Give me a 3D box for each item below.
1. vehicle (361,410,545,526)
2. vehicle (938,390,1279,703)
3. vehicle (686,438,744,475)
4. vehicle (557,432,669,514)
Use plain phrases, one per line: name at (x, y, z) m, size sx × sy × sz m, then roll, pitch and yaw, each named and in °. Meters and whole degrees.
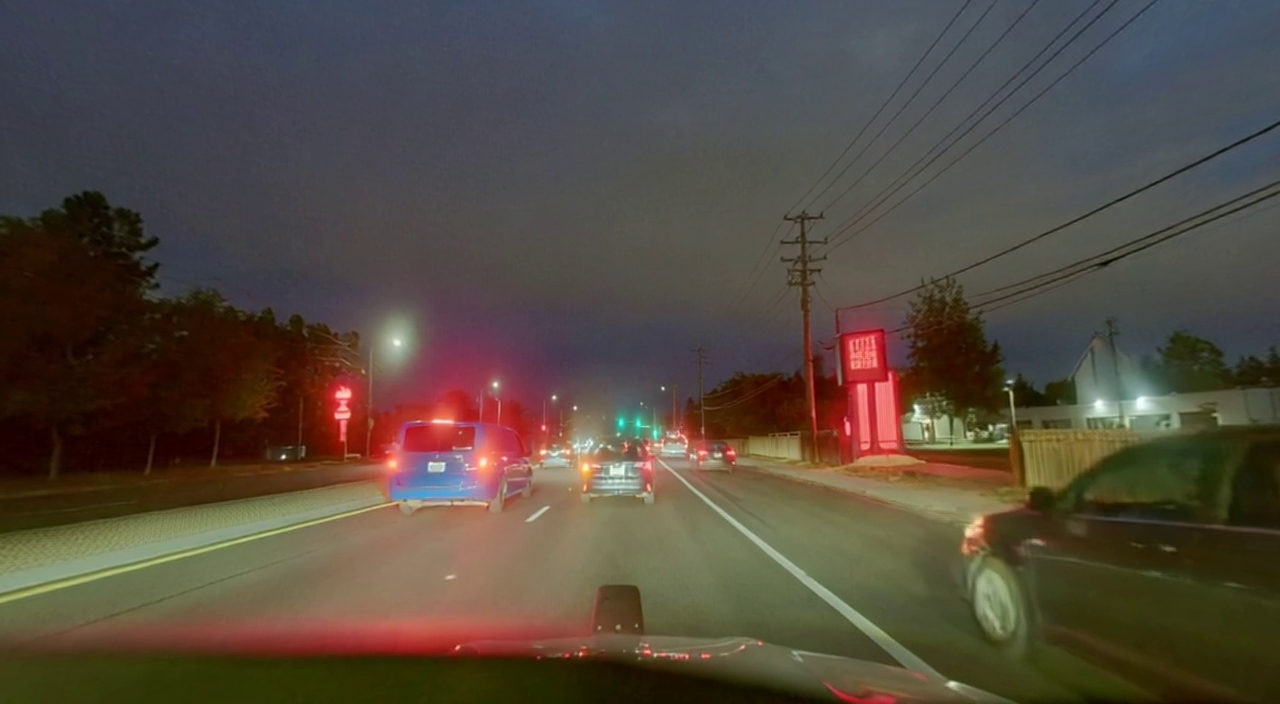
vehicle at (-3.348, 2.206, 12.503) m, size 2.092 × 1.839 × 4.736 m, roll 0°, pitch -9°, yaw 1°
vehicle at (3.223, 0.994, 2.844) m, size 1.880 × 1.521 × 3.724 m, roll 0°, pitch -9°, yaw -1°
vehicle at (3.203, 4.581, 27.884) m, size 1.878 × 1.479 × 4.461 m, roll 0°, pitch -9°, yaw -2°
vehicle at (-0.490, 2.552, 13.740) m, size 2.097 × 1.511 × 3.809 m, roll 0°, pitch -9°, yaw 0°
